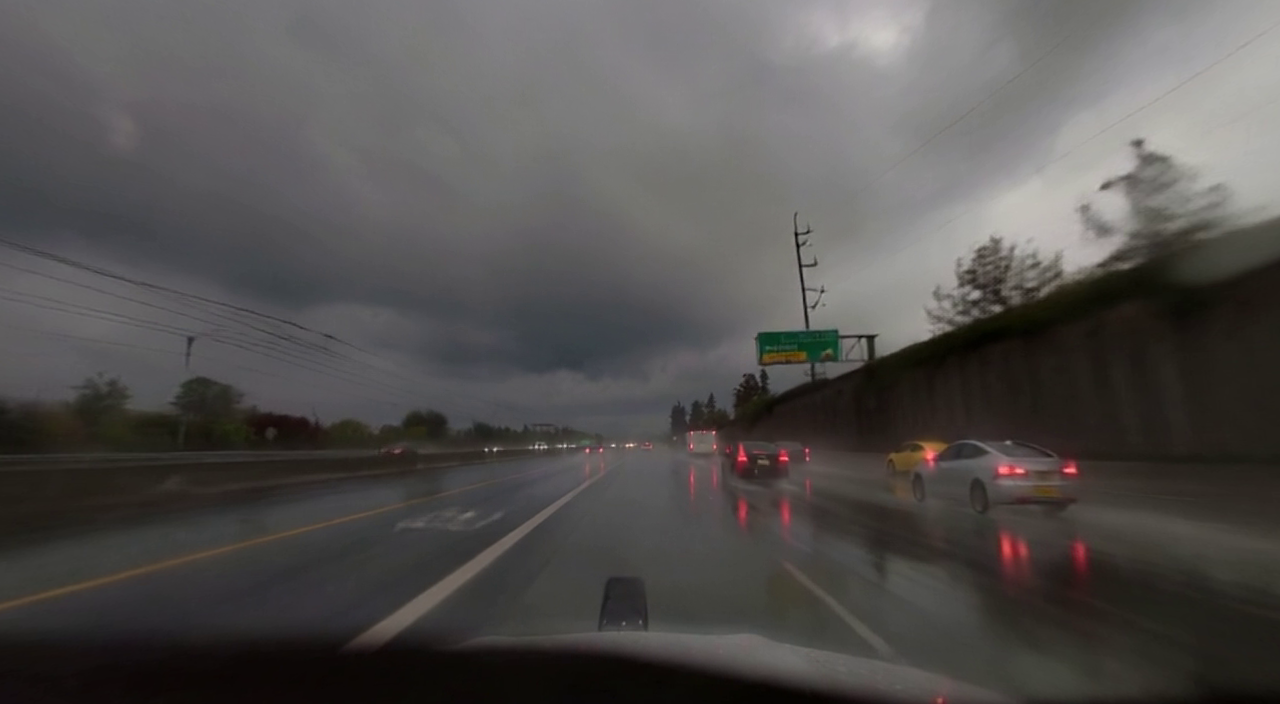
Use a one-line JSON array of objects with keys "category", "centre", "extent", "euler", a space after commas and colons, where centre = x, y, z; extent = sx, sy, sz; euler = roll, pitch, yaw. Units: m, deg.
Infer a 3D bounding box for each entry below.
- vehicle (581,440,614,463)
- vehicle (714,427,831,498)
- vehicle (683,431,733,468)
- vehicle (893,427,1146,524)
[{"category": "vehicle", "centre": [-3.165, 7.491, 47.635], "extent": [2.106, 1.682, 4.395], "euler": [-1, -8, 2]}, {"category": "vehicle", "centre": [3.387, 2.935, 17.125], "extent": [2.146, 1.639, 4.475], "euler": [0, -8, -1]}, {"category": "vehicle", "centre": [4.024, 5.897, 38.328], "extent": [2.442, 2.022, 5.466], "euler": [0, -8, 0]}, {"category": "vehicle", "centre": [7.026, 2.318, 12.507], "extent": [1.988, 1.518, 4.856], "euler": [0, -8, 0]}]
